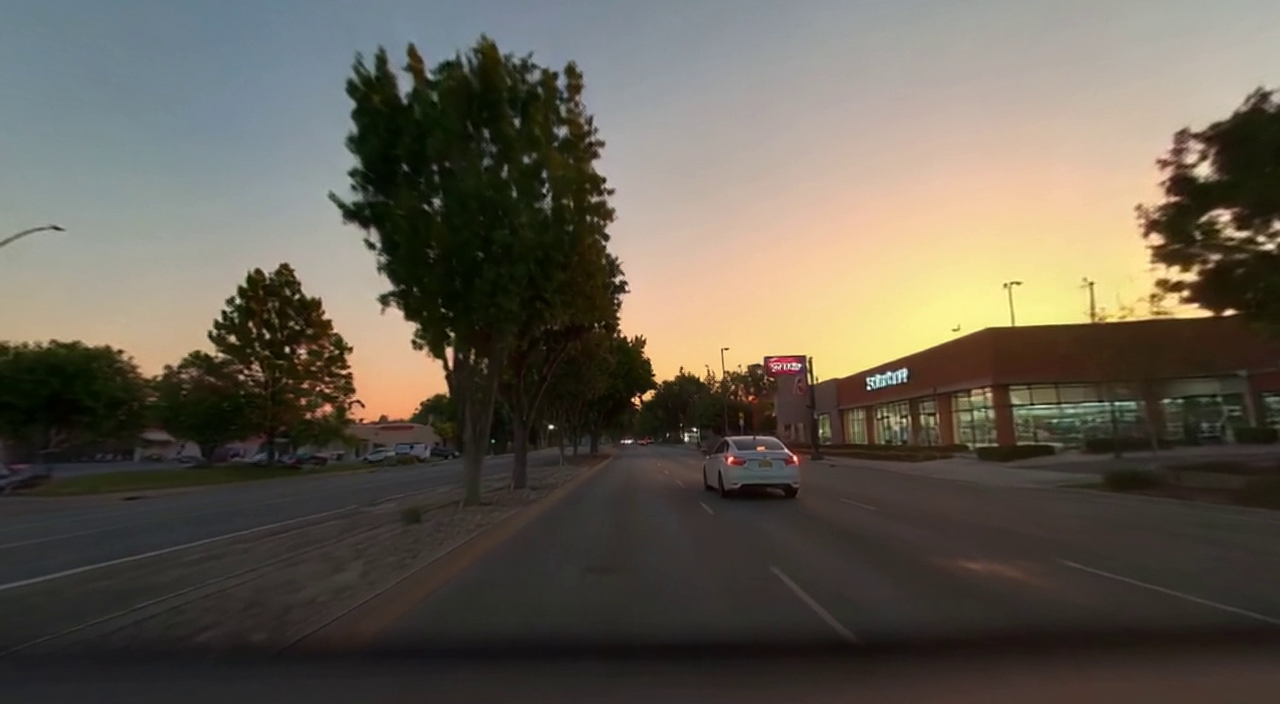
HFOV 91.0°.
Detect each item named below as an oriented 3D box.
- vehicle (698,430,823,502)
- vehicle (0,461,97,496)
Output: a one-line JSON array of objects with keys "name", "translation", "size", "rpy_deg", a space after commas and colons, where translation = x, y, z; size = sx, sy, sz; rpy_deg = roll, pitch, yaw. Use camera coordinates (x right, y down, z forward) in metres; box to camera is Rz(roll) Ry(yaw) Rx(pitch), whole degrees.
[{"name": "vehicle", "translation": [2.718, 2.702, 15.344], "size": [2.015, 1.479, 4.444], "rpy_deg": [0, -8, -2]}, {"name": "vehicle", "translation": [-27.513, 5.679, 28.314], "size": [4.294, 1.417, 1.802], "rpy_deg": [5, -10, -30]}]
